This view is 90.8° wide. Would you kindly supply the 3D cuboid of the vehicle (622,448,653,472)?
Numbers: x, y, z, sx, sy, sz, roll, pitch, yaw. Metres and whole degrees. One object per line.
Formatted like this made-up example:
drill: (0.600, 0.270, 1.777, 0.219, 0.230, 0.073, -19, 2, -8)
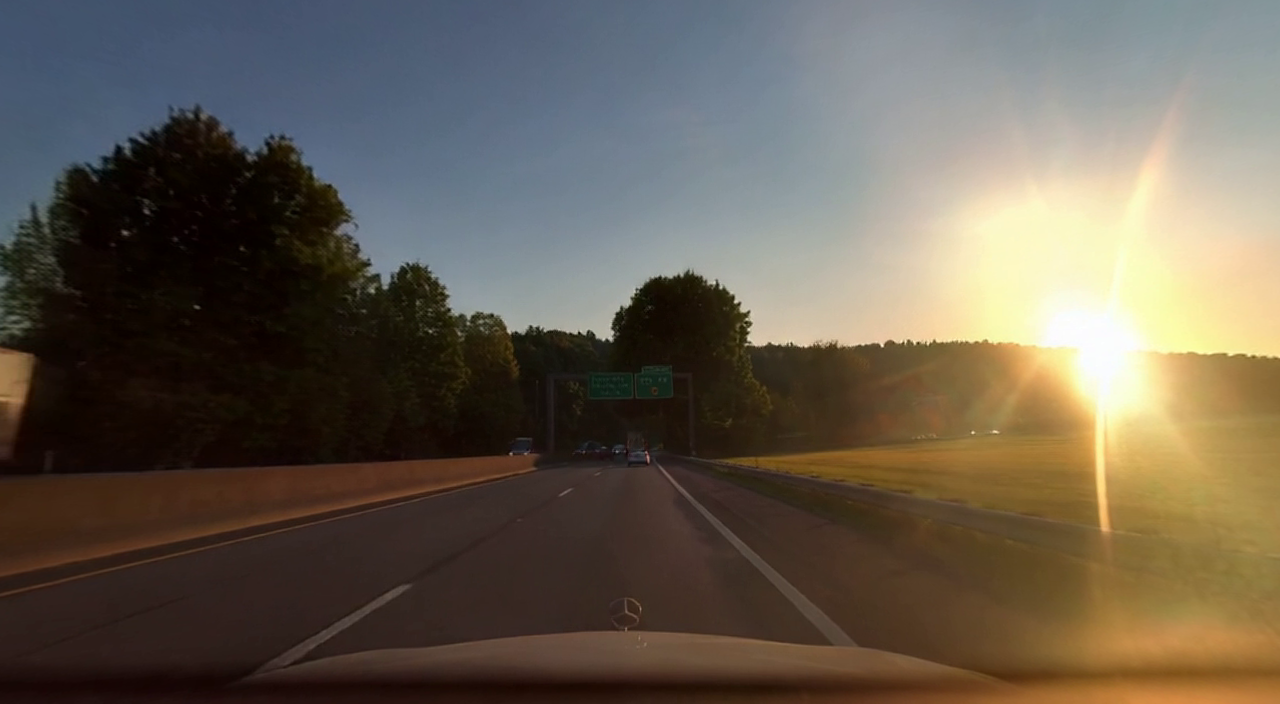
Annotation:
vehicle: (-0.155, 6.699, 39.222, 1.853, 1.436, 3.438, 0, -9, -1)
